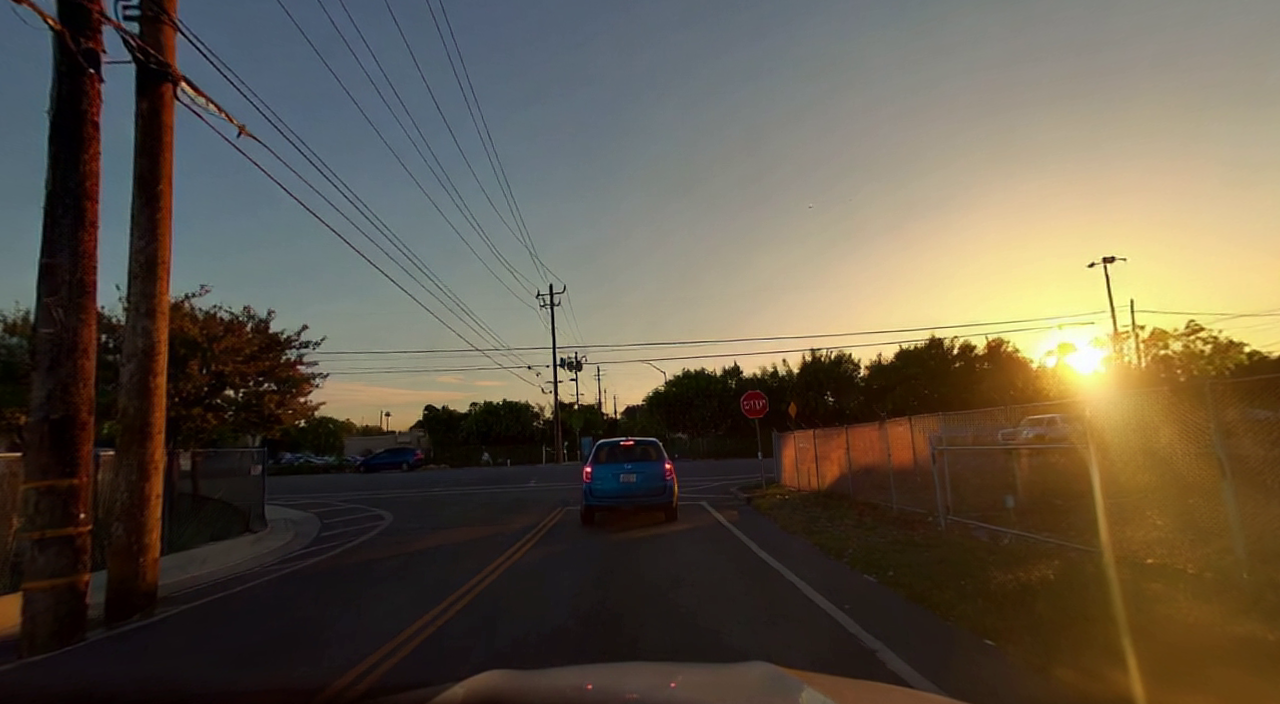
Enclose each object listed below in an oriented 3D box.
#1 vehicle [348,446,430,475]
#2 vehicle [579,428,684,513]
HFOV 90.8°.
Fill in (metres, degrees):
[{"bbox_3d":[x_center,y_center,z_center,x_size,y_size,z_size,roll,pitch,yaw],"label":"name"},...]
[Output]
[{"bbox_3d":[-15.853,6.845,40.009,4.415,1.753,2.029,-3,-9,16],"label":"vehicle"},{"bbox_3d":[-0.233,2.733,15.054,2.137,1.698,4.166,0,-8,-2],"label":"vehicle"}]
